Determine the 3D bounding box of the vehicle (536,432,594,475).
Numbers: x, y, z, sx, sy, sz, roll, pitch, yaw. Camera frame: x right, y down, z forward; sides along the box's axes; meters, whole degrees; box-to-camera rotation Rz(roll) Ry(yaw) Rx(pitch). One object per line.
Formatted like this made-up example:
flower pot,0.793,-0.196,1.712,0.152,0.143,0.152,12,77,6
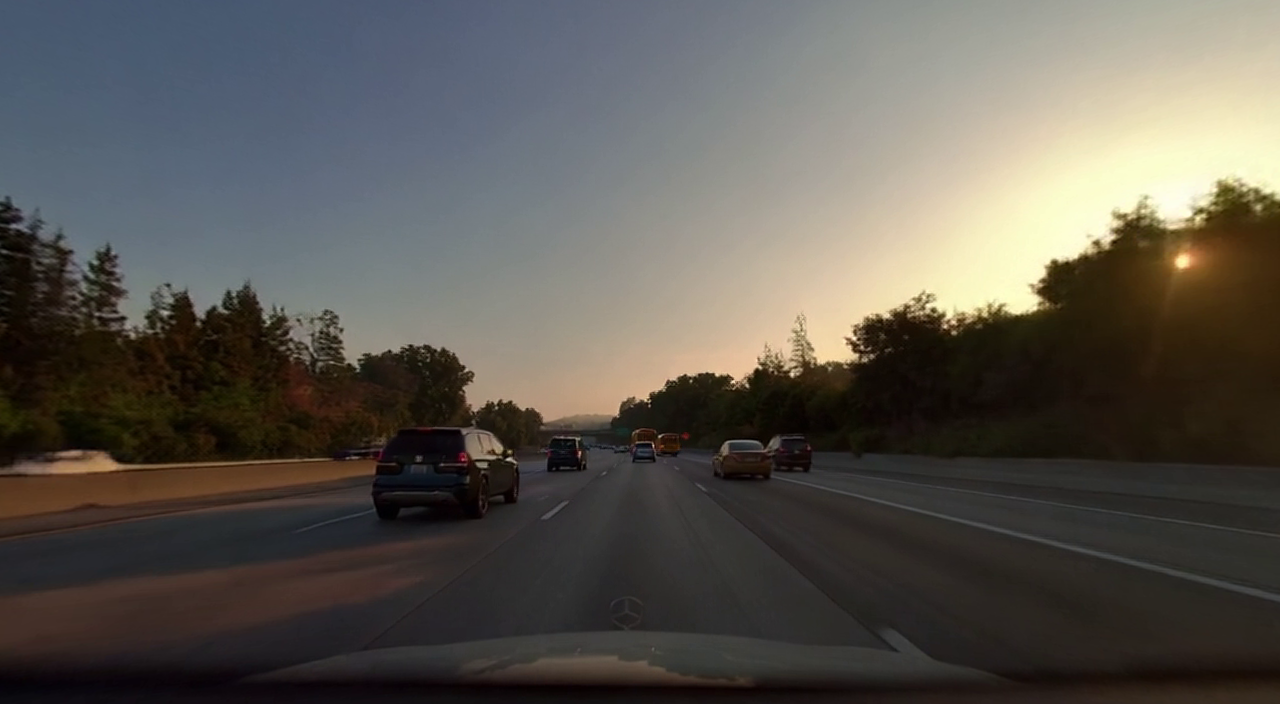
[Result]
vehicle,-3.497,4.823,30.199,2.155,1.843,4.567,0,-8,1

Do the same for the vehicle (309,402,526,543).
vehicle,-3.429,1.962,10.851,2.016,1.898,4.458,0,-8,1

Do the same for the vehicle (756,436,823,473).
vehicle,7.980,5.515,34.228,2.191,1.807,5.692,0,-8,0

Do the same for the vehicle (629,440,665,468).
vehicle,0.420,6.227,38.686,2.042,1.632,3.654,0,-8,0

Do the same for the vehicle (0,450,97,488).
vehicle,-26.828,5.083,27.710,1.860,1.513,4.489,0,-8,1

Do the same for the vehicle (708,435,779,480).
vehicle,4.093,4.247,25.652,2.050,1.661,4.636,0,-8,-1
